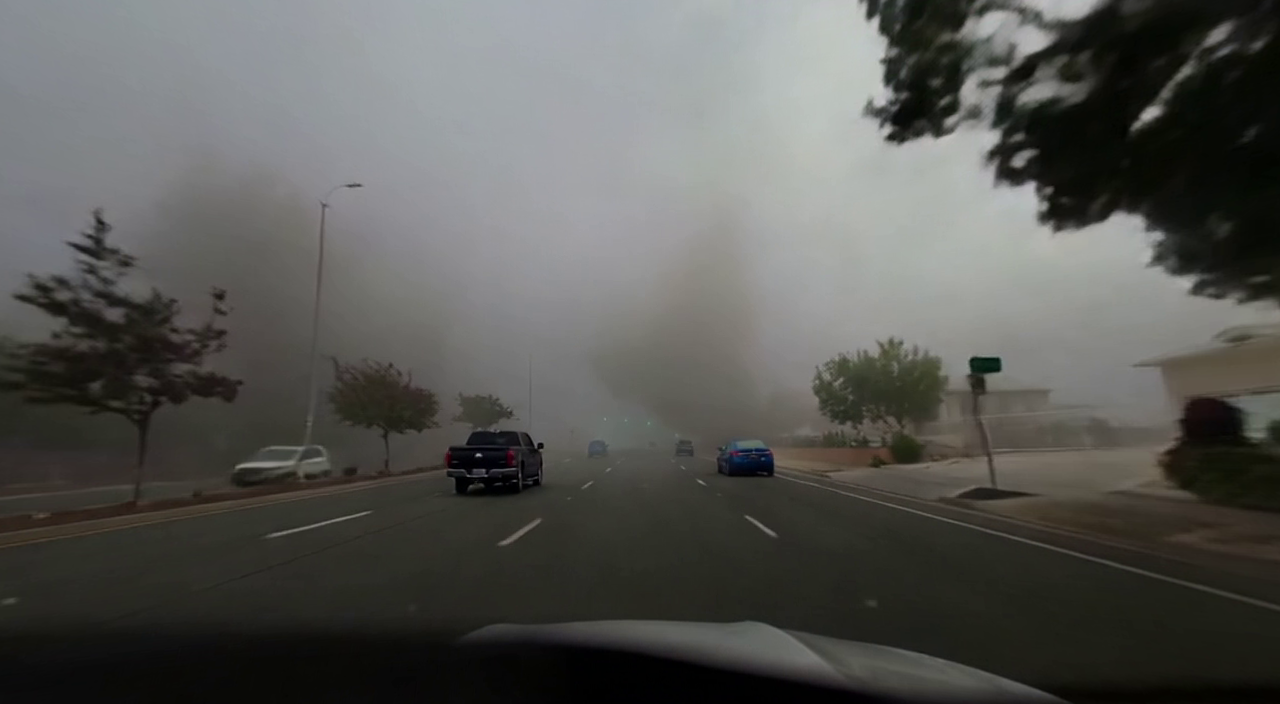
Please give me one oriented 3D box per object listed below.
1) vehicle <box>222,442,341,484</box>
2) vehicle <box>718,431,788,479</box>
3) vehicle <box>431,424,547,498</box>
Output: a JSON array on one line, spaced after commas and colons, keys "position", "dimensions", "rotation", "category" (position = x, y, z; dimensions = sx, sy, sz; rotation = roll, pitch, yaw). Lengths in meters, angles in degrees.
[{"position": [-13.545, 4.195, 24.160], "dimensions": [1.893, 1.456, 4.356], "rotation": [0, -9, 2], "category": "vehicle"}, {"position": [4.390, 4.073, 25.219], "dimensions": [2.016, 1.736, 4.356], "rotation": [0, -8, 0], "category": "vehicle"}, {"position": [-3.951, 2.941, 17.426], "dimensions": [2.002, 1.747, 4.728], "rotation": [0, -8, 0], "category": "vehicle"}]
